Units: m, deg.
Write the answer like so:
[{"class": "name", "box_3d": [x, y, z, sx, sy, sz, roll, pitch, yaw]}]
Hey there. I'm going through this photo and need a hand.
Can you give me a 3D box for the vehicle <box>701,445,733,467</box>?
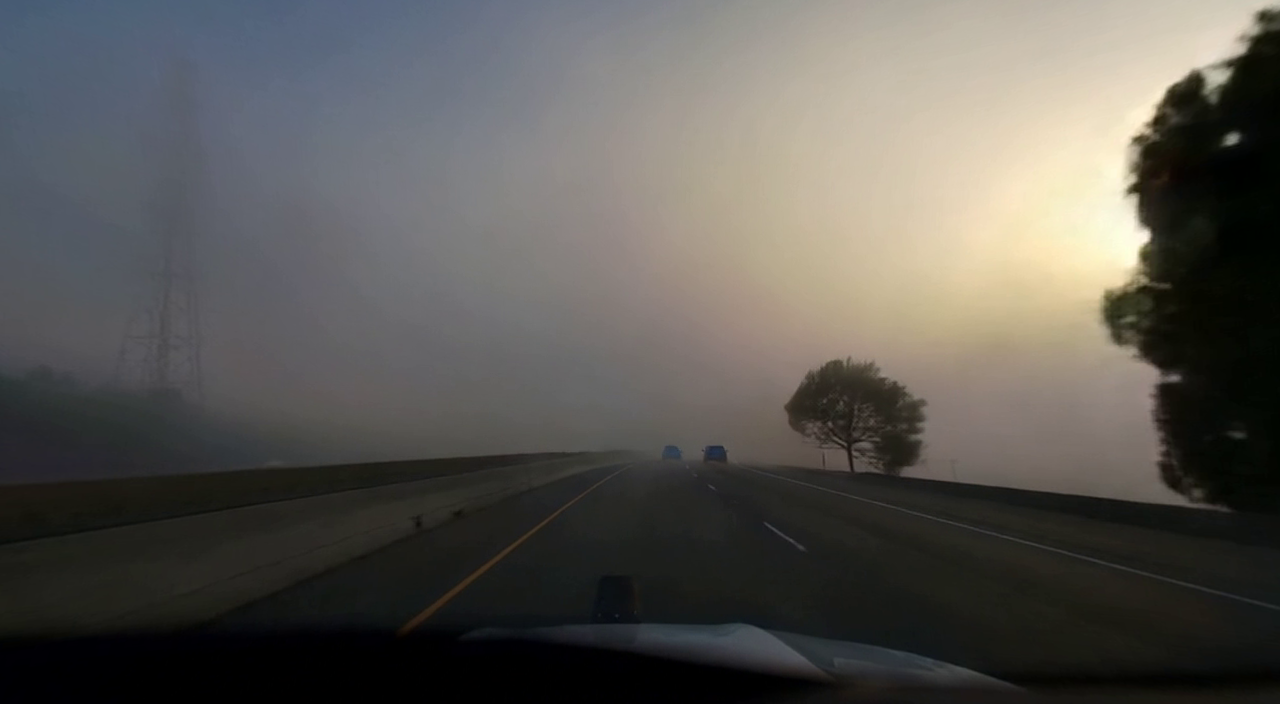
[{"class": "vehicle", "box_3d": [5.631, 7.623, 46.577, 2.030, 1.526, 4.165, 0, -8, 3]}]
